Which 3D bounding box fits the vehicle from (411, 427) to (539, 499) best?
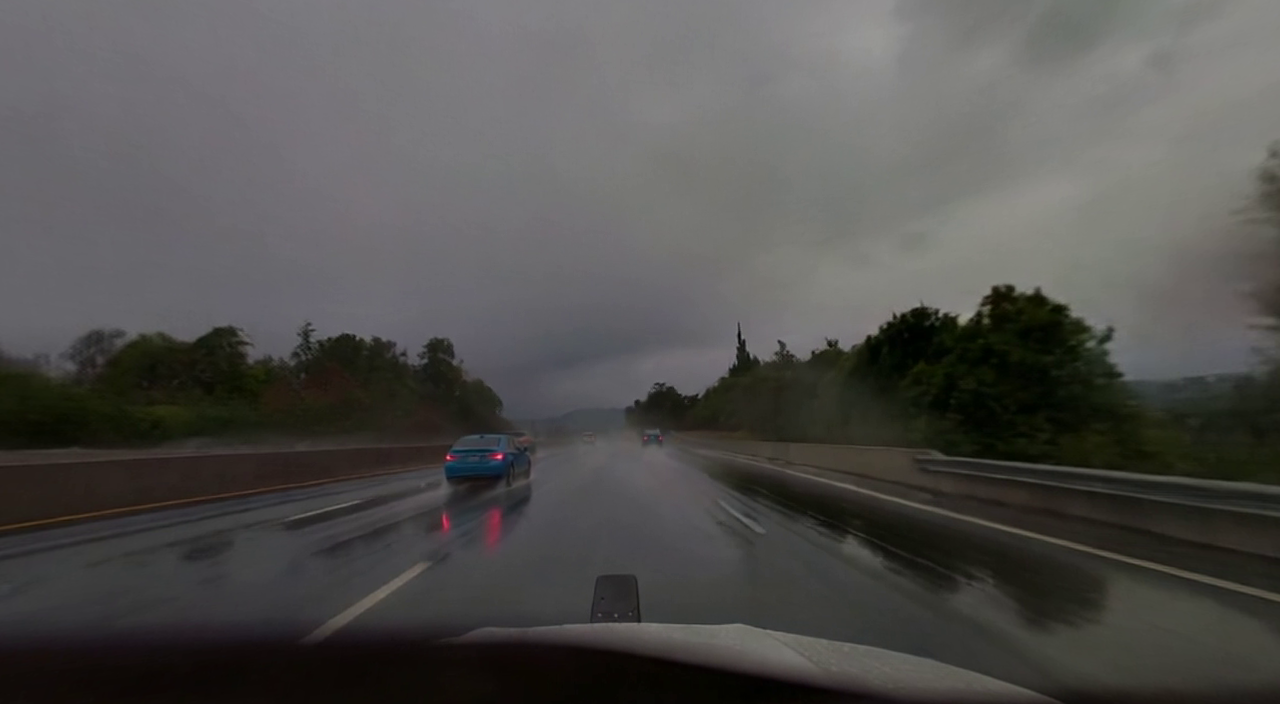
[{"bbox_3d":[-3.874,2.666,15.660,2.026,1.517,4.325,0,-8,0],"label":"vehicle"}]
